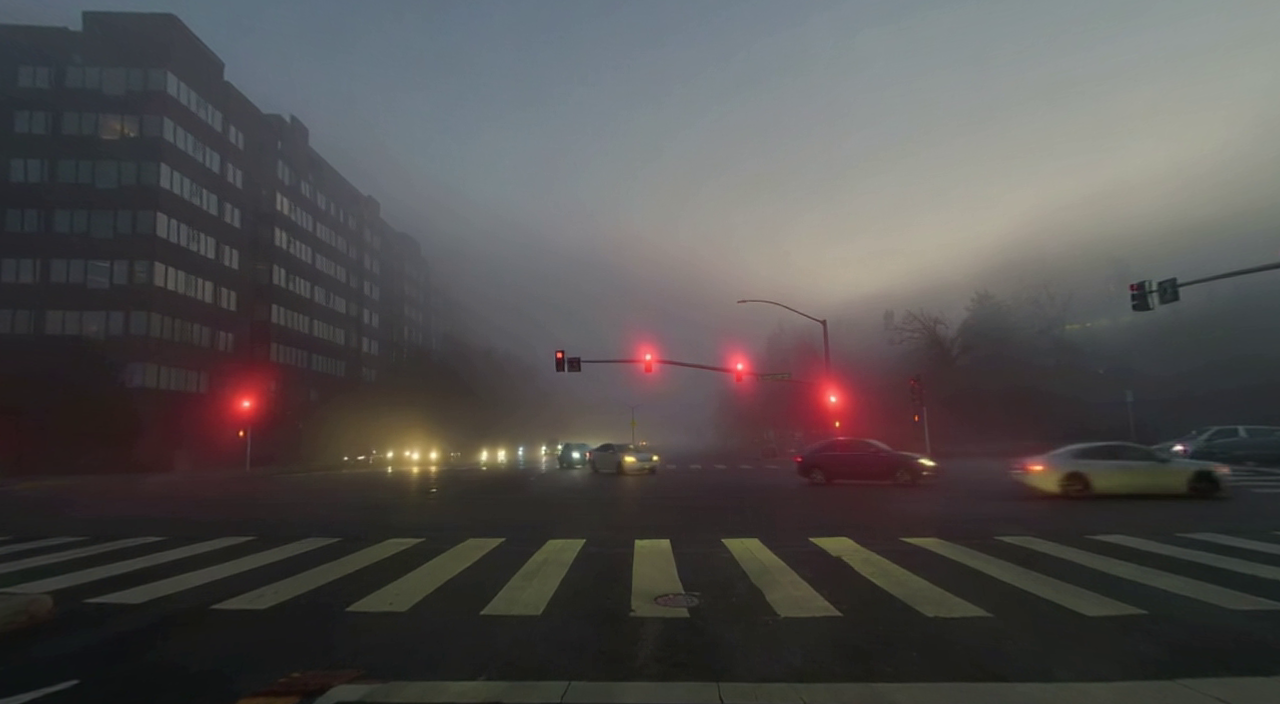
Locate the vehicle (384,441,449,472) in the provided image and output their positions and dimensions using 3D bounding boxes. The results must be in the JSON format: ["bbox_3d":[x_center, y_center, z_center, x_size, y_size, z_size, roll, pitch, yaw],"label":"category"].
[{"bbox_3d":[-15.153,7.113,43.177,2.340,1.946,5.450,-1,-9,1],"label":"vehicle"}]

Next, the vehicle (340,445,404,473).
[{"bbox_3d":[-18.568,7.406,44.055,2.237,1.842,5.116,0,-9,0],"label":"vehicle"}]

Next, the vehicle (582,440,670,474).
[{"bbox_3d":[-0.779,4.949,29.897,2.115,1.445,4.864,4,-10,-29],"label":"vehicle"}]

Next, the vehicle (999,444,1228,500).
[{"bbox_3d":[11.646,2.967,15.807,4.093,1.288,1.910,-1,-9,4],"label":"vehicle"}]

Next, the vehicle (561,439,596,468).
[{"bbox_3d":[-3.811,6.135,38.419,1.950,1.629,4.385,1,-9,-7],"label":"vehicle"}]

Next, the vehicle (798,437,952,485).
[{"bbox_3d":[7.981,3.683,21.586,4.637,1.461,2.109,-4,-9,24],"label":"vehicle"}]

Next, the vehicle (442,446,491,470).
[{"bbox_3d":[-11.659,7.142,42.800,2.003,1.476,4.297,-1,-9,2],"label":"vehicle"}]

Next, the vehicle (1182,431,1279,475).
[{"bbox_3d":[22.314,3.561,22.367,4.474,1.477,1.908,0,-9,-2],"label":"vehicle"}]
